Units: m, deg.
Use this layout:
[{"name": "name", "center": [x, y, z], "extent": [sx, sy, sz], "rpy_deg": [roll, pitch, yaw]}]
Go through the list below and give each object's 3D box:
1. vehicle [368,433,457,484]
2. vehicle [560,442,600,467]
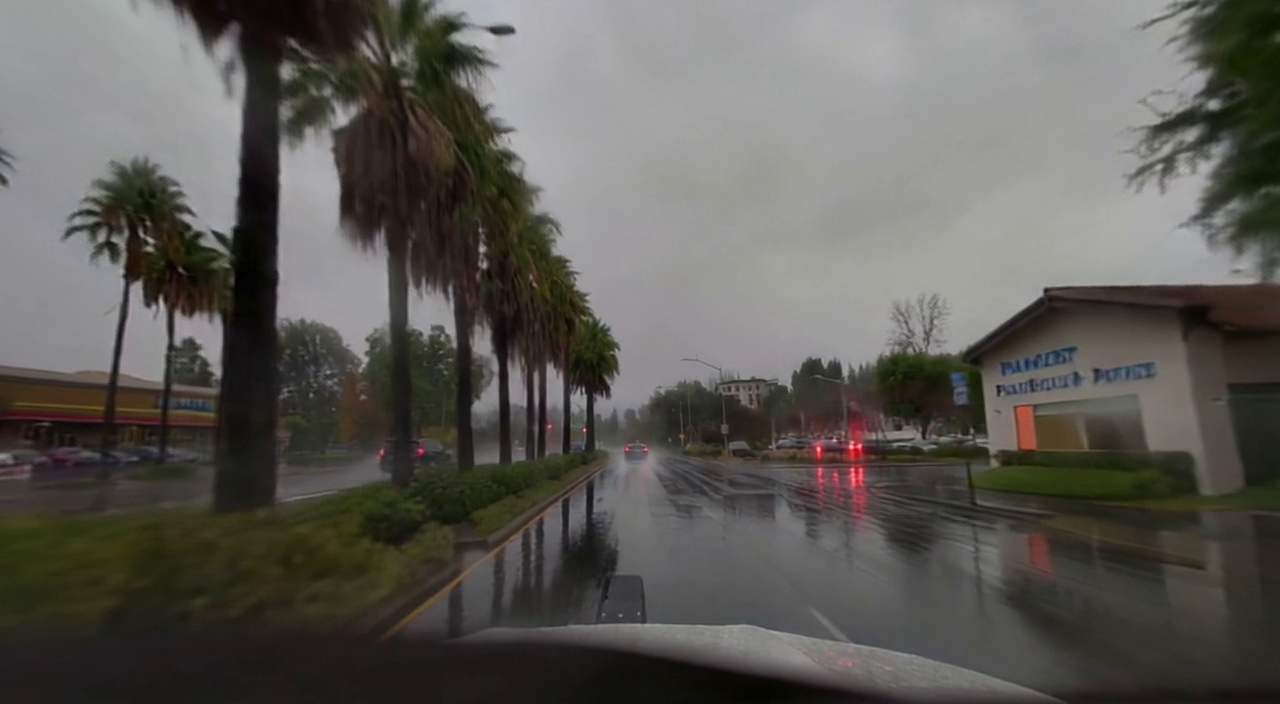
[{"name": "vehicle", "center": [-8.596, 4.071, 24.362], "extent": [2.022, 1.746, 4.406], "rpy_deg": [0, -9, -4]}, {"name": "vehicle", "center": [-3.745, 6.446, 39.906], "extent": [2.181, 1.483, 4.123], "rpy_deg": [0, -9, -1]}]
